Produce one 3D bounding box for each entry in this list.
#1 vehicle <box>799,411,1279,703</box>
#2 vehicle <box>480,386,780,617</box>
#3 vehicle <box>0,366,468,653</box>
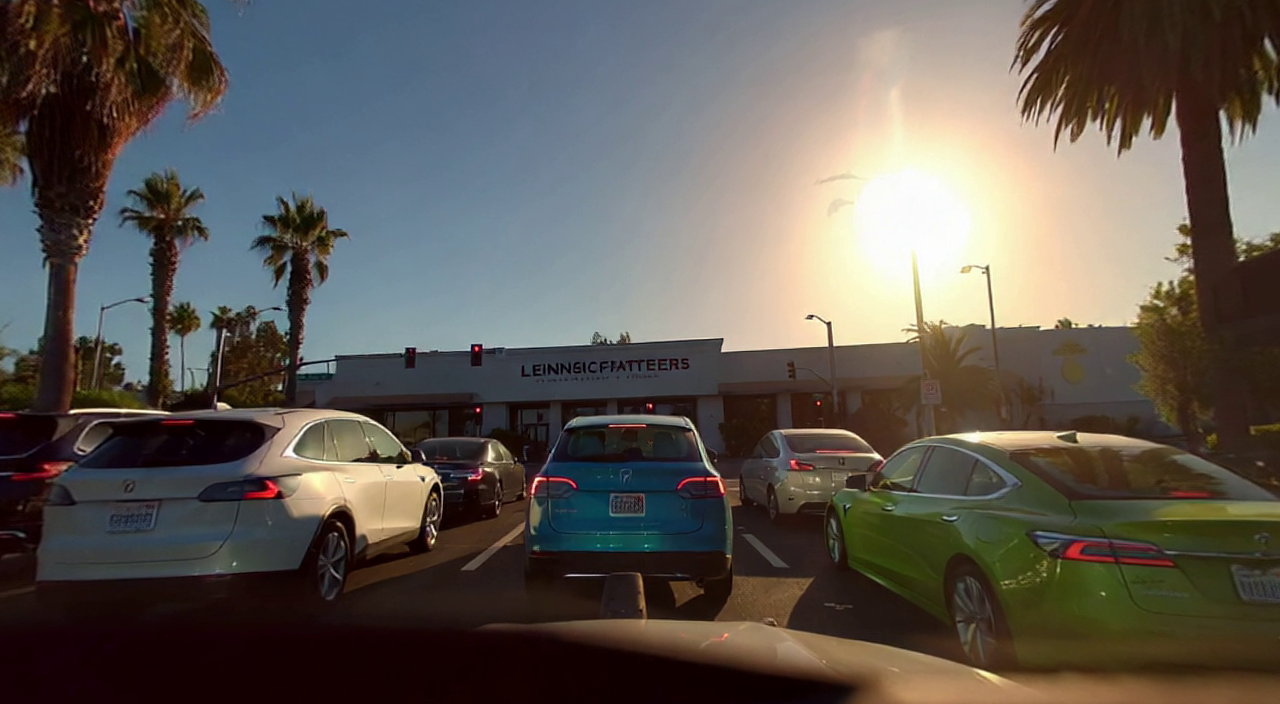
[{"bbox_3d":[2.965,1.367,5.248,2.017,1.491,4.611,0,-8,-1],"label":"vehicle"},{"bbox_3d":[-0.134,1.460,7.062,2.280,1.747,4.361,0,-8,-2],"label":"vehicle"},{"bbox_3d":[-3.341,1.279,6.126,2.014,1.755,4.360,0,-8,1],"label":"vehicle"}]
